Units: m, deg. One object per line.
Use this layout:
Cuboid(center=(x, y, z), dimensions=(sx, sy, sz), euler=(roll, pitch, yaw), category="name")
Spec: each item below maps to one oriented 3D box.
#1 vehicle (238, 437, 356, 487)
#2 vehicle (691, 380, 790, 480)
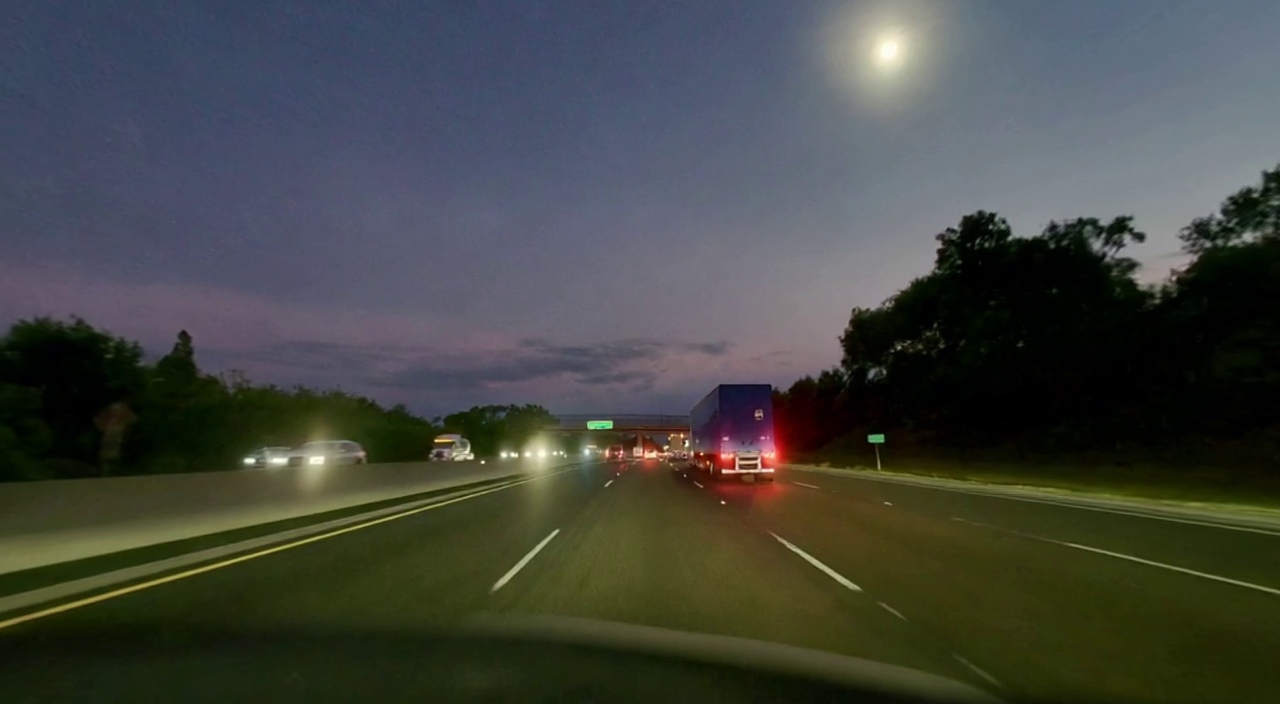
Cuboid(center=(-14.005, 4.509, 26.130), dimensions=(2.197, 1.839, 4.747), euler=(0, -9, 0), category="vehicle")
Cuboid(center=(4.639, 4.257, 32.632), dimensions=(2.825, 4.054, 14.210), euler=(0, -9, 0), category="vehicle")
